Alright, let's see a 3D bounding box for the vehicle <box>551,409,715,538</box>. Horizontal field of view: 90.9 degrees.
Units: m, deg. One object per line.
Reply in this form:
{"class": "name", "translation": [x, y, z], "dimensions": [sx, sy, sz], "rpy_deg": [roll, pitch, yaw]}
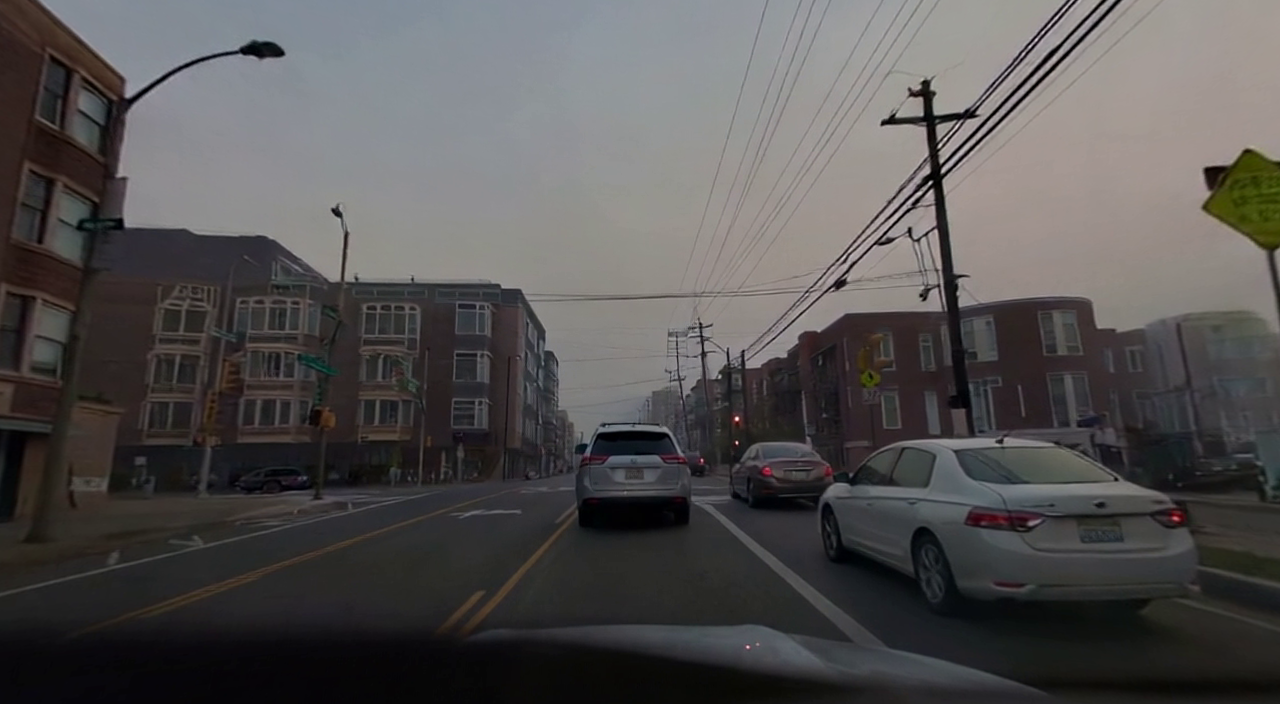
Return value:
{"class": "vehicle", "translation": [-0.140, 1.958, 10.696], "dimensions": [2.232, 1.736, 4.036], "rpy_deg": [0, -8, -1]}

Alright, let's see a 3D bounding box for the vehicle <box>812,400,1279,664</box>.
{"class": "vehicle", "translation": [3.163, 1.389, 5.914], "dimensions": [1.906, 1.578, 4.020], "rpy_deg": [0, -8, -1]}

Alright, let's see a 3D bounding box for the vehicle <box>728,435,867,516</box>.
{"class": "vehicle", "translation": [3.190, 2.584, 13.715], "dimensions": [1.970, 1.452, 4.227], "rpy_deg": [0, -8, 1]}
